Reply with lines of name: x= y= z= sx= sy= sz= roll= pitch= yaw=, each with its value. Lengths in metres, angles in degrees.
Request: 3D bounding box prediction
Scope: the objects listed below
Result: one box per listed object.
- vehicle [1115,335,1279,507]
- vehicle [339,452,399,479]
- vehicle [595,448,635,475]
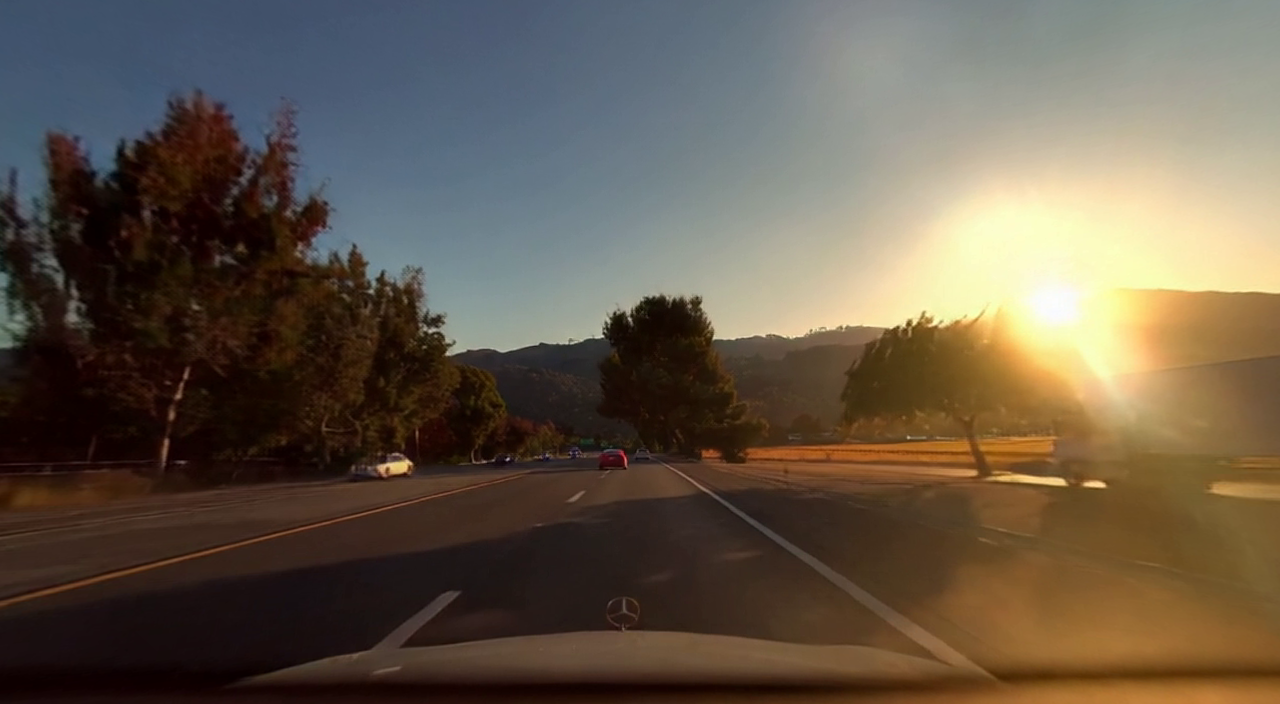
vehicle: x=17.734 y=1.139 z=12.483 sx=2.859 sy=4.163 sz=14.784 roll=-2 pitch=-8 yaw=-11
vehicle: x=-16.513 y=6.907 z=38.595 sx=1.859 sy=1.478 sz=3.995 roll=0 pitch=-9 yaw=0
vehicle: x=-1.423 y=6.519 z=37.803 sx=2.170 sy=1.451 sz=4.584 roll=0 pitch=-9 yaw=1
